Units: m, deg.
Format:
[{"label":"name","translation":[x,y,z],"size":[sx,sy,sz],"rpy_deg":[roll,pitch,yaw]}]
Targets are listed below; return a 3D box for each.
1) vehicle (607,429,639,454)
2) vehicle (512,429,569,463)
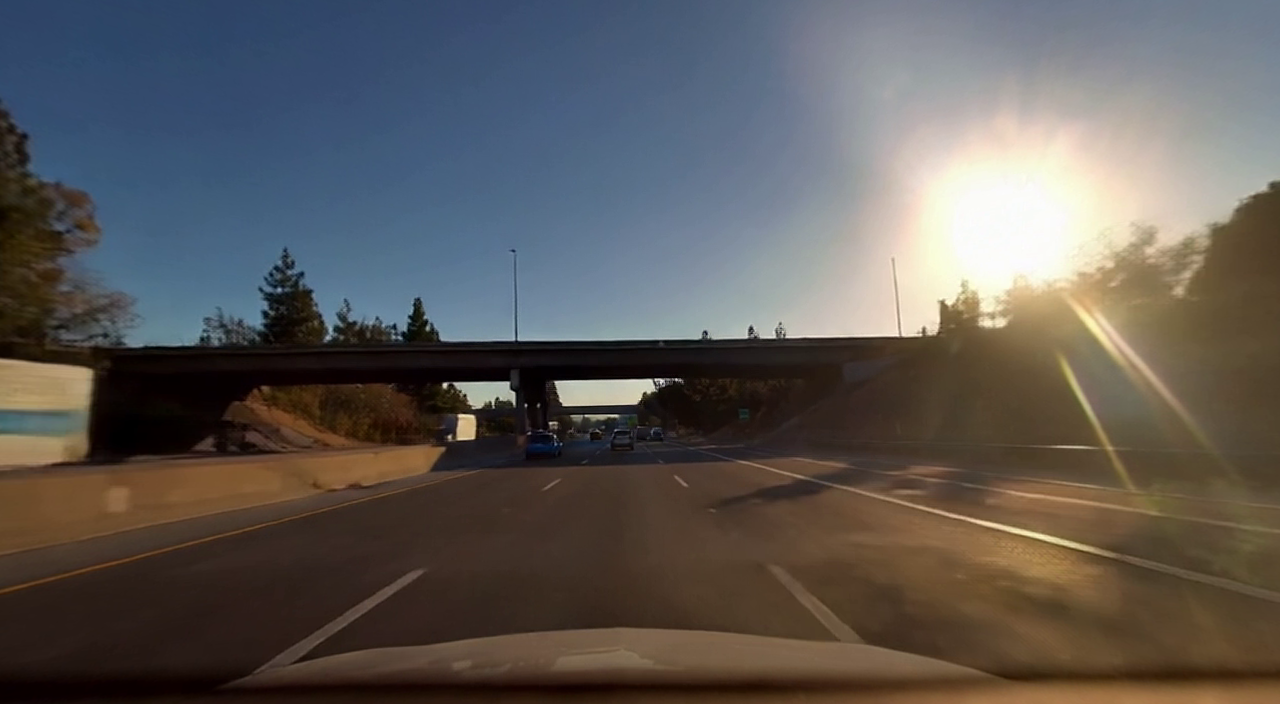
[{"label":"vehicle","translation":[-1.120,6.123,43.253],"size":[2.116,1.625,4.004],"rpy_deg":[0,-8,0]},{"label":"vehicle","translation":[-4.798,4.606,30.961],"size":[2.017,1.537,4.496],"rpy_deg":[0,-8,0]}]
